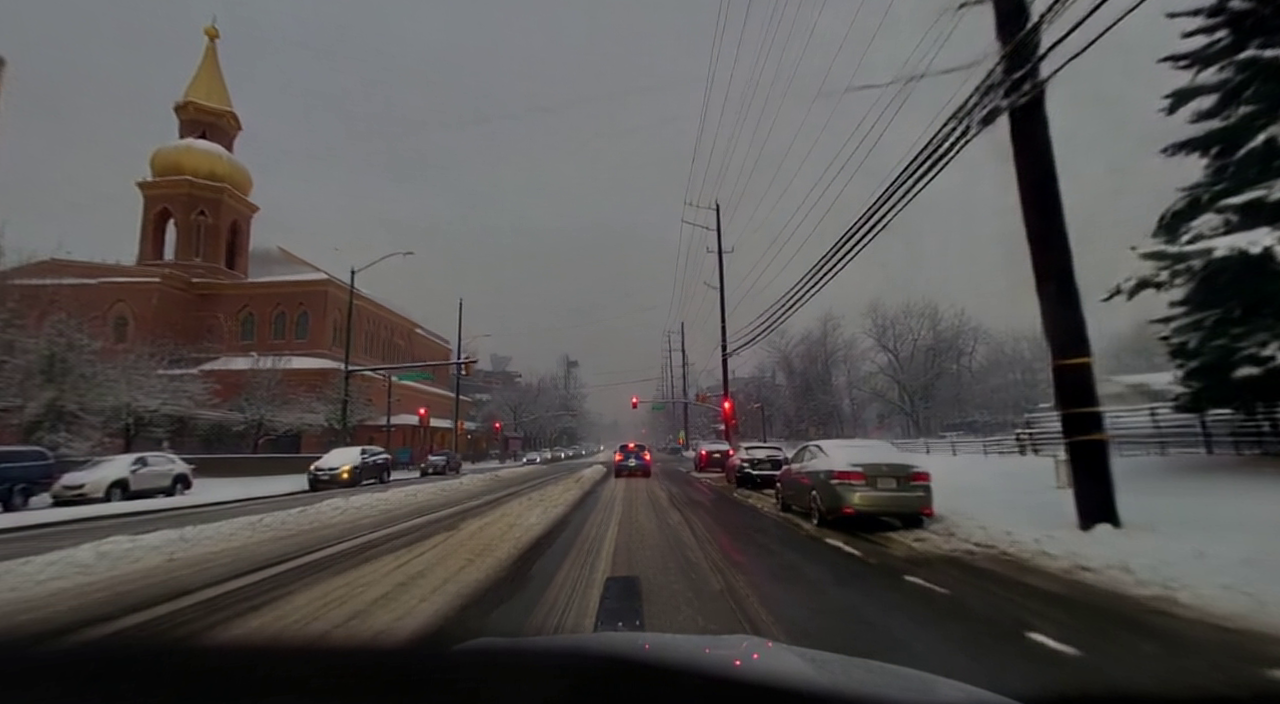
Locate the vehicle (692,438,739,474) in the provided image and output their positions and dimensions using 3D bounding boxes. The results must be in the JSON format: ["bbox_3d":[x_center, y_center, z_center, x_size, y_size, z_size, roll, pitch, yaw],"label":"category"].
[{"bbox_3d":[3.905,5.459,33.401,2.015,1.780,4.261,0,-8,1],"label":"vehicle"}]

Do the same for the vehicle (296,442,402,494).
[{"bbox_3d":[-12.191,4.850,26.910,2.071,1.814,5.185,-5,-8,0],"label":"vehicle"}]

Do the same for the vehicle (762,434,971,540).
[{"bbox_3d":[3.792,2.328,11.642,1.944,1.530,4.539,1,-8,-3],"label":"vehicle"}]

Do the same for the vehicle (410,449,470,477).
[{"bbox_3d":[-11.978,6.663,38.166,1.980,1.502,4.655,0,-8,2],"label":"vehicle"}]

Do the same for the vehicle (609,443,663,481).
[{"bbox_3d":[-0.186,4.485,26.100,2.049,1.453,4.299,0,-8,-1],"label":"vehicle"}]
